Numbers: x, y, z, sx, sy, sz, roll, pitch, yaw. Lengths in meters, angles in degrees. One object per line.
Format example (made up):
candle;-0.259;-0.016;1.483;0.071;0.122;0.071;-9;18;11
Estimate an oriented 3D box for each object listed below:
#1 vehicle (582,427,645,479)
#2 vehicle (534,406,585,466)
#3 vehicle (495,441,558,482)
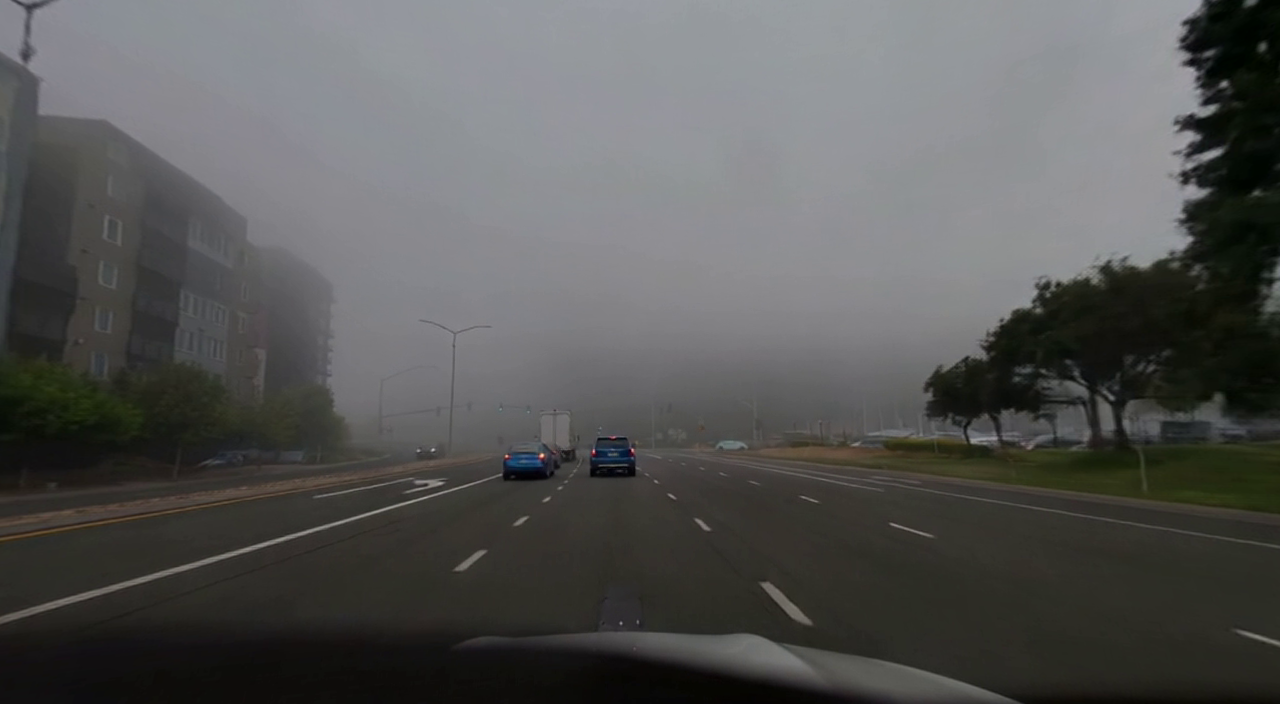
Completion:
vehicle;-1.100;3.981;25.120;2.260;1.872;4.578;0;-8;-4
vehicle;-5.722;6.314;46.976;2.918;3.741;13.683;0;-8;-4
vehicle;-4.392;4.294;25.149;1.904;1.460;4.300;0;-8;-3
